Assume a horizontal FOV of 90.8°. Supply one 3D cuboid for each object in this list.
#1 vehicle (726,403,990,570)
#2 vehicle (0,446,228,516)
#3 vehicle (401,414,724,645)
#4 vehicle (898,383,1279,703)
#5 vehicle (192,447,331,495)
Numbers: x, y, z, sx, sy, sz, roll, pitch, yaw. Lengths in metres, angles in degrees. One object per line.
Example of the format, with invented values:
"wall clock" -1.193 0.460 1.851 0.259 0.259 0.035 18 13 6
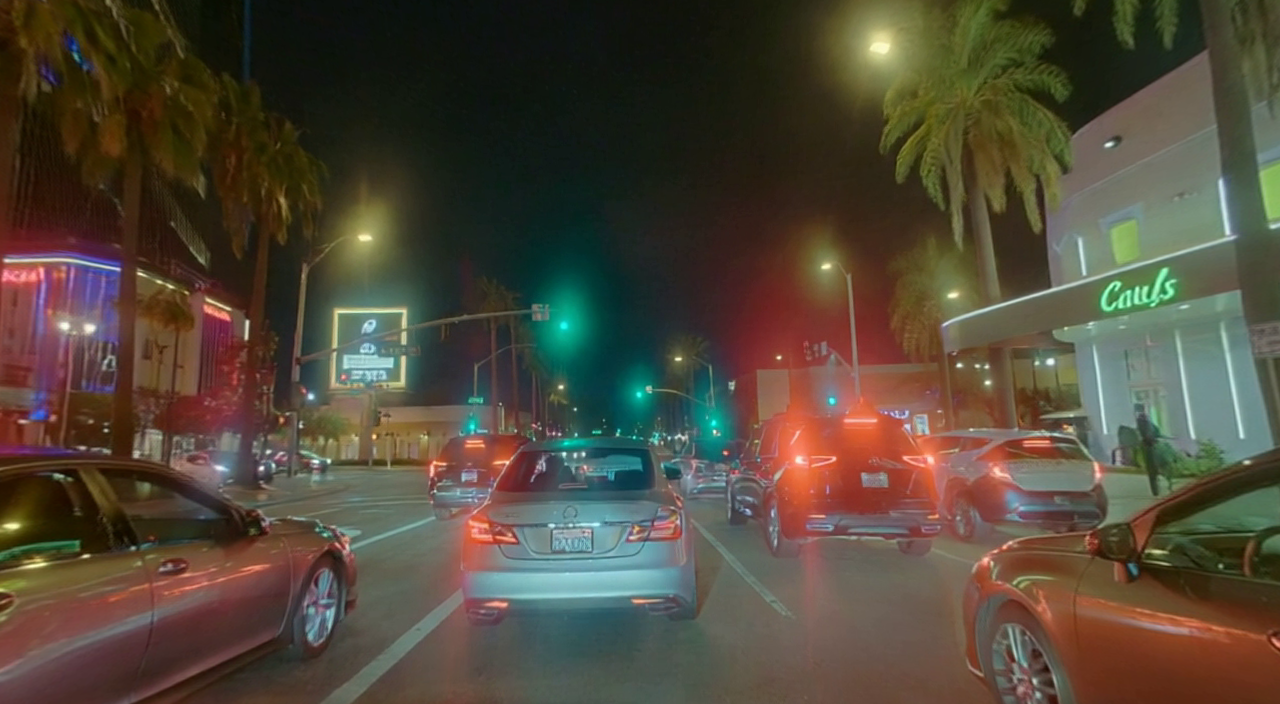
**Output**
"vehicle" 2.648 1.775 9.076 2.096 1.775 4.440 0 -9 -1
"vehicle" -12.848 3.132 15.927 1.870 1.475 4.531 0 -9 0
"vehicle" -0.518 1.467 6.228 2.096 1.492 4.071 0 -9 0
"vehicle" 2.615 0.806 1.480 2.085 1.469 4.458 0 -9 -1
"vehicle" -12.856 4.024 21.879 1.856 1.455 4.700 0 -9 1
